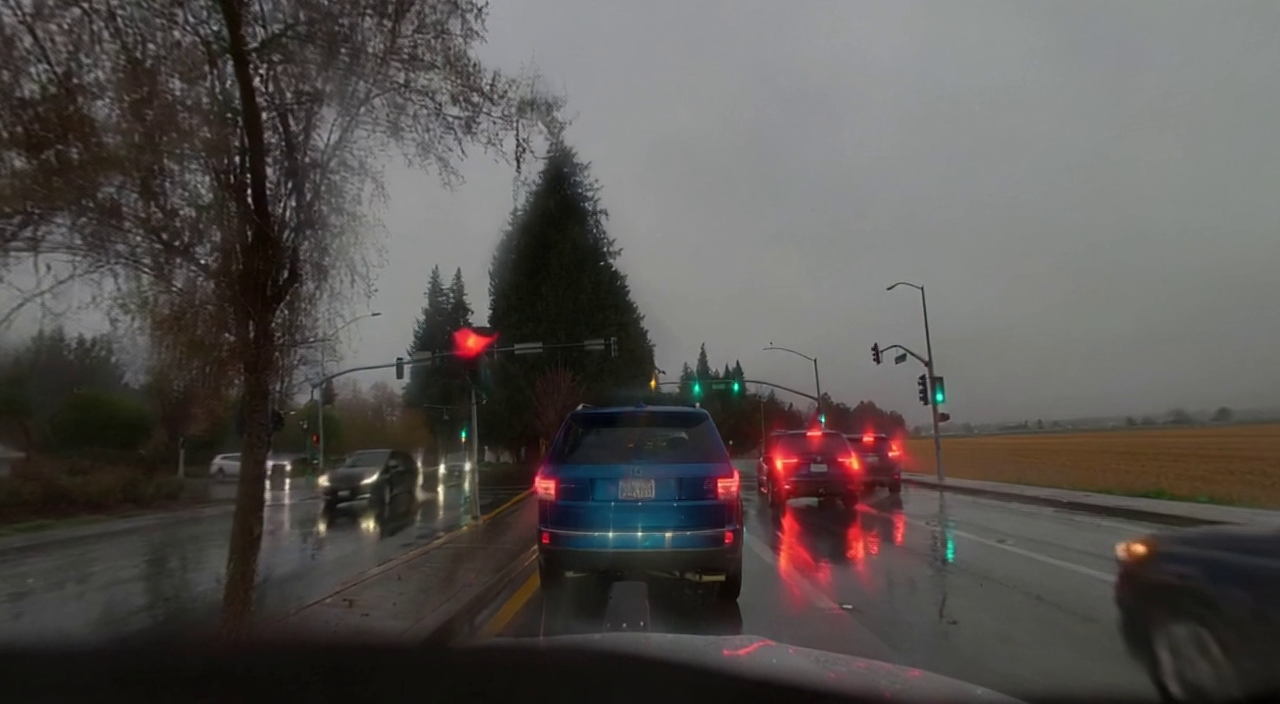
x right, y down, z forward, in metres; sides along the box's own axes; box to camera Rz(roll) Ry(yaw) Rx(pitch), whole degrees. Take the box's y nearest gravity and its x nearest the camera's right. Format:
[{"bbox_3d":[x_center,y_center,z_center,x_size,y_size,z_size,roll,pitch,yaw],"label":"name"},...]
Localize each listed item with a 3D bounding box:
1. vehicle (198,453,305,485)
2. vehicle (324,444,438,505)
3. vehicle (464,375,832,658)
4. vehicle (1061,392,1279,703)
[{"bbox_3d":[-21.325,6.419,34.722,4.605,1.626,2.251,-2,-8,9],"label":"vehicle"},{"bbox_3d":[-8.039,3.798,20.113,2.026,1.680,4.608,1,-8,-5],"label":"vehicle"},{"bbox_3d":[0.050,1.336,6.119,2.298,1.770,4.138,0,-8,0],"label":"vehicle"},{"bbox_3d":[3.421,0.746,1.350,2.097,1.473,4.252,0,-8,0],"label":"vehicle"}]
